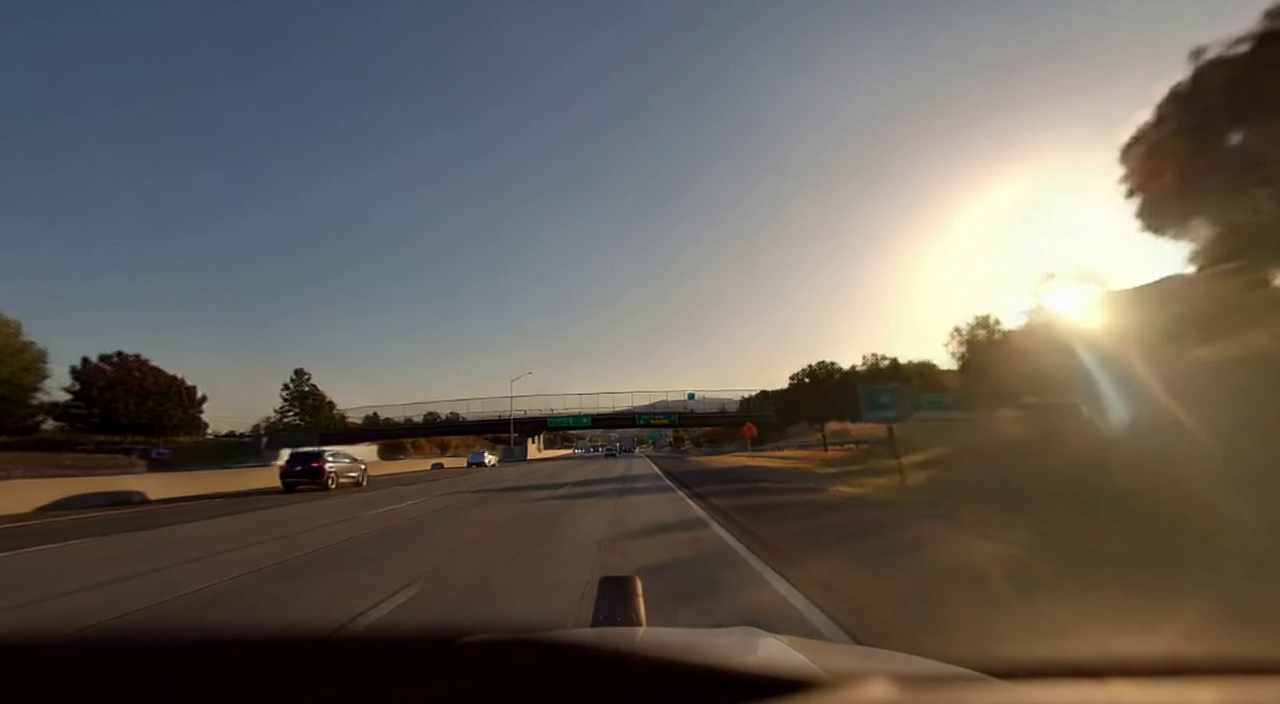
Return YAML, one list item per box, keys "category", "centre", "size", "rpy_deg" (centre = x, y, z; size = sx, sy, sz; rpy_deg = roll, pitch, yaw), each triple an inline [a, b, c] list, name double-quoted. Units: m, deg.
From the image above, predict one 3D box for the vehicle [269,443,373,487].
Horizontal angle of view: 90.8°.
- category: "vehicle"
  centre: [-14.503, 5.138, 29.137]
  size: [2.049, 1.792, 5.177]
  rpy_deg: [0, -9, 0]
